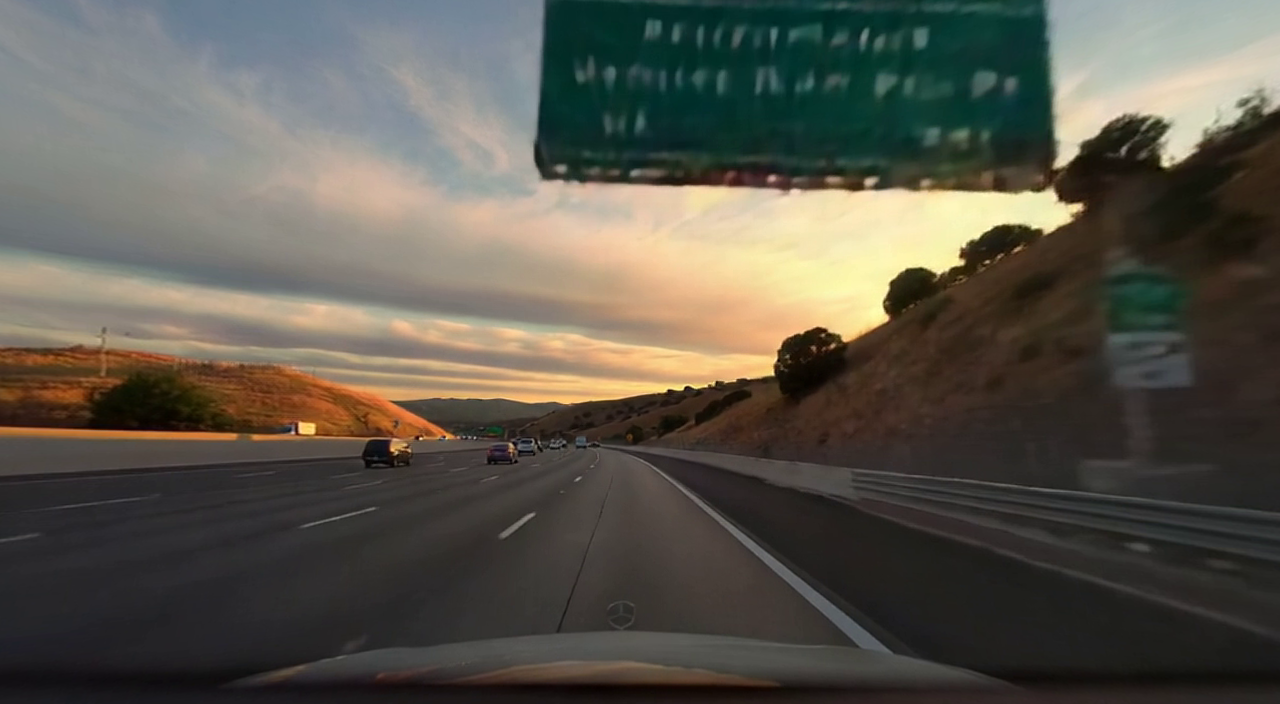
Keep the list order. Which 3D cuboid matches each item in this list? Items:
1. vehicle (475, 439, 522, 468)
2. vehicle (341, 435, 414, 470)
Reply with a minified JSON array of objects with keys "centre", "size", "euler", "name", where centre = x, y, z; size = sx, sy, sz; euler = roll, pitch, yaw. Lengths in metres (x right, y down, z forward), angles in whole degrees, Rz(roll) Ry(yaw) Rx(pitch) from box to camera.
[{"centre":[-9.011,6.472,40.511],"size":[2.104,1.715,4.319],"euler":[0,-9,-1],"name":"vehicle"},{"centre":[-15.894,6.112,38.639],"size":[2.240,1.953,5.452],"euler":[0,-9,-2],"name":"vehicle"}]
